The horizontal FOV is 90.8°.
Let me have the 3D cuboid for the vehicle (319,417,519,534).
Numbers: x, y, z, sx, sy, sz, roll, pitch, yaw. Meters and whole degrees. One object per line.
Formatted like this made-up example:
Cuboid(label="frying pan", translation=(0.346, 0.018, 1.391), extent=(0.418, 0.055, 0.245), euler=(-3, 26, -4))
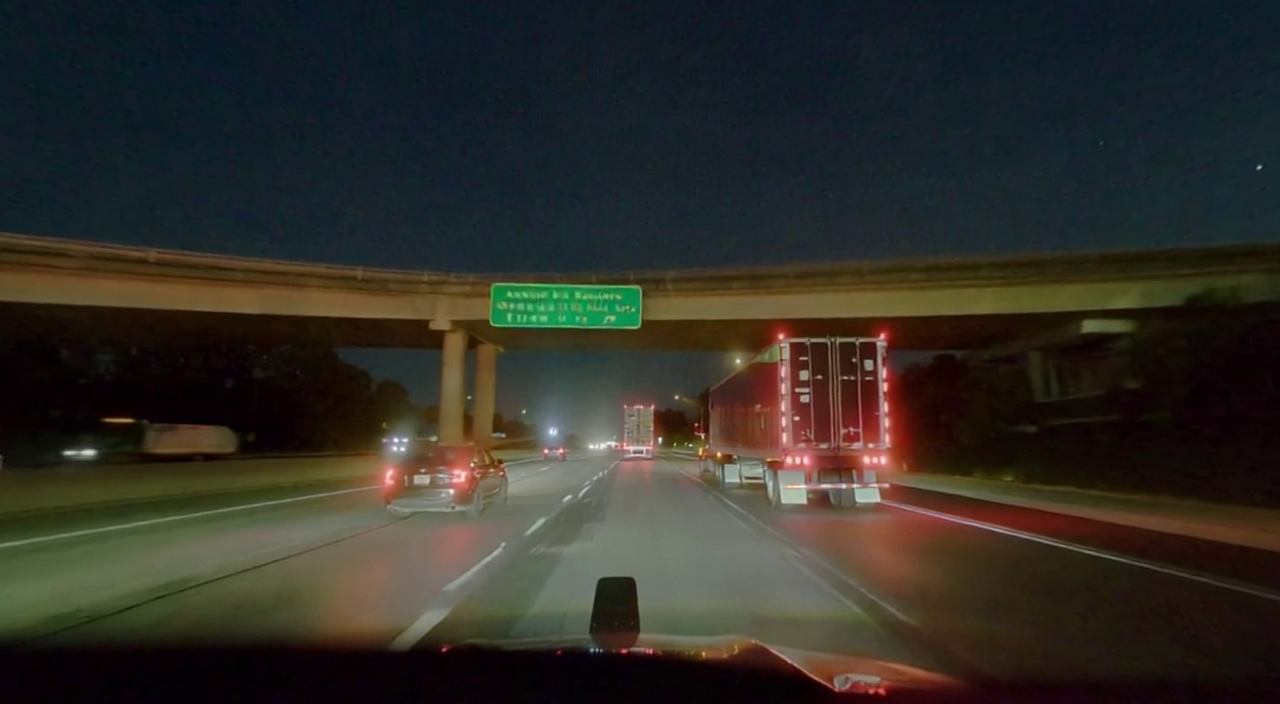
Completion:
Cuboid(label="vehicle", translation=(-3.732, 2.187, 11.739), extent=(2.077, 1.716, 4.514), euler=(0, -9, 0))
